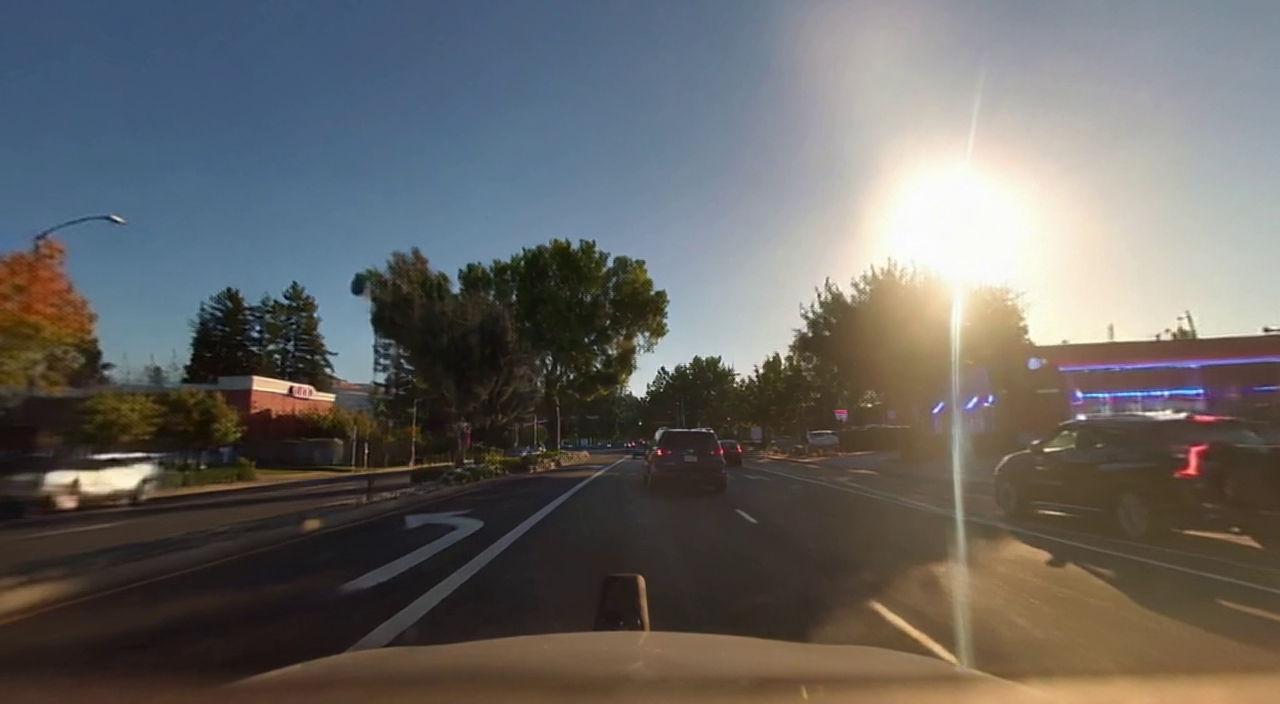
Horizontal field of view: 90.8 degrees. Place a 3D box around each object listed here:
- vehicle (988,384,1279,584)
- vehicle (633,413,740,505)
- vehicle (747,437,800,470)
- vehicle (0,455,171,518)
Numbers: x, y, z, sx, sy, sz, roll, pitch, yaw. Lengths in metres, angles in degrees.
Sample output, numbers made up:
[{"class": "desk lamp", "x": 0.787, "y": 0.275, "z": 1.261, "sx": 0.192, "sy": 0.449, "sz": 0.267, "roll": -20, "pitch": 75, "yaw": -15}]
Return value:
[{"class": "vehicle", "x": 6.681, "y": 1.487, "z": 7.776, "sx": 2.025, "sy": 1.765, "sz": 4.729, "roll": 0, "pitch": -8, "yaw": -1}, {"class": "vehicle", "x": 0.955, "y": 2.605, "z": 15.836, "sx": 2.038, "sy": 1.917, "sz": 4.900, "roll": 0, "pitch": -8, "yaw": -3}, {"class": "vehicle", "x": 6.890, "y": 5.273, "z": 33.040, "sx": 1.793, "sy": 1.585, "sz": 4.130, "roll": 0, "pitch": -8, "yaw": -1}, {"class": "vehicle", "x": -15.887, "y": 3.692, "z": 17.906, "sx": 1.830, "sy": 1.483, "sz": 4.410, "roll": 0, "pitch": -9, "yaw": -1}]
